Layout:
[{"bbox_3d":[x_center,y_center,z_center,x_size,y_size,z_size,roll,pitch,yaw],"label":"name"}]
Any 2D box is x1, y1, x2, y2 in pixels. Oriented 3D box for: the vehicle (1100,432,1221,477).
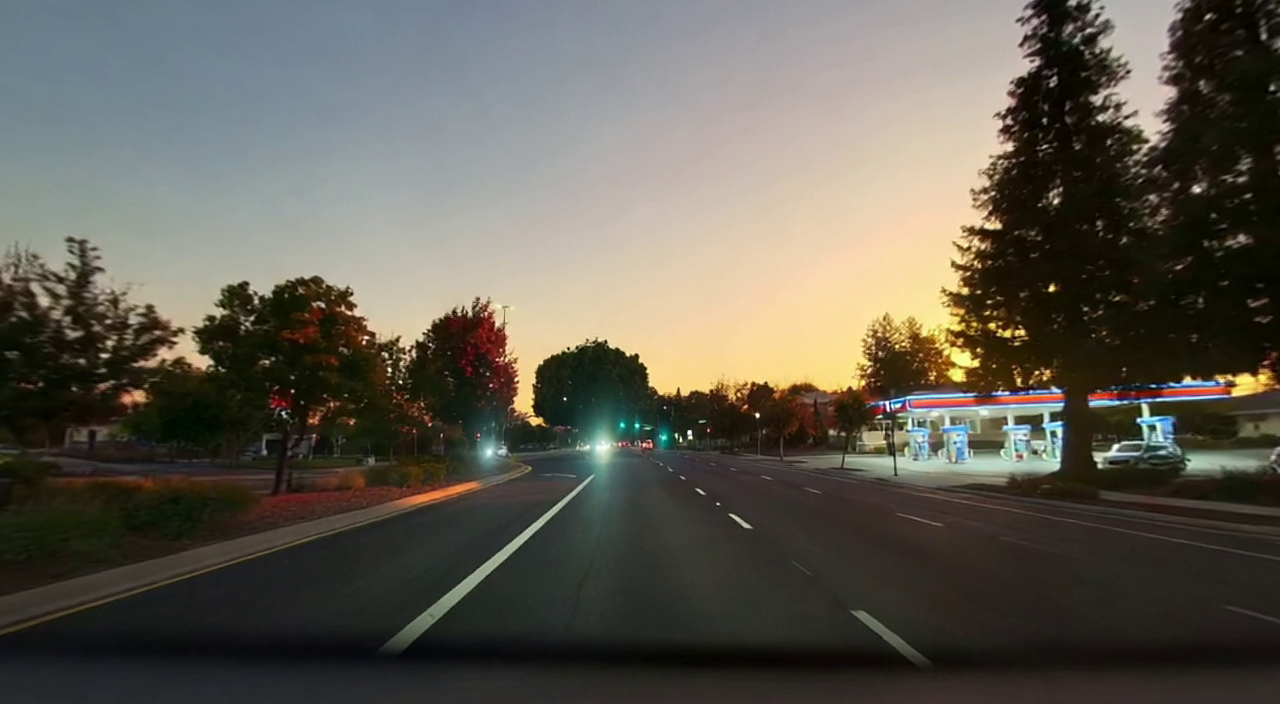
[{"bbox_3d":[21.460,4.230,26.130,3.442,1.599,1.613,-3,-10,-2],"label":"vehicle"}]
